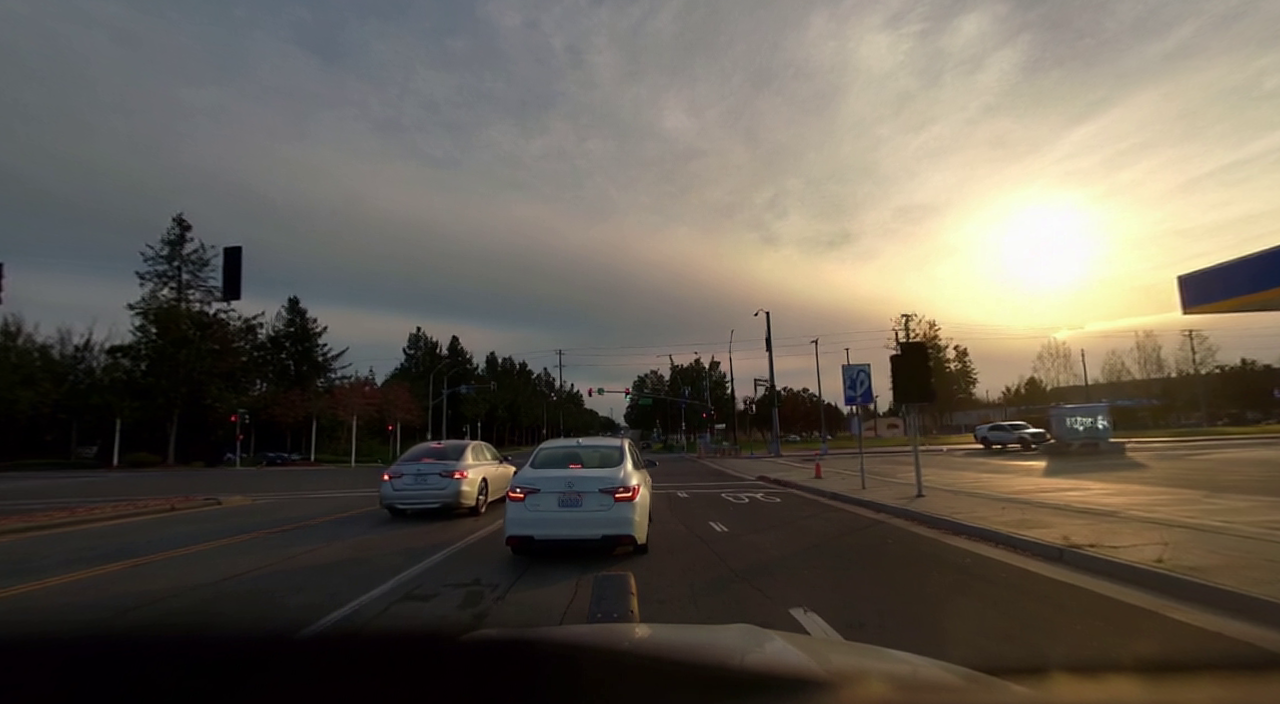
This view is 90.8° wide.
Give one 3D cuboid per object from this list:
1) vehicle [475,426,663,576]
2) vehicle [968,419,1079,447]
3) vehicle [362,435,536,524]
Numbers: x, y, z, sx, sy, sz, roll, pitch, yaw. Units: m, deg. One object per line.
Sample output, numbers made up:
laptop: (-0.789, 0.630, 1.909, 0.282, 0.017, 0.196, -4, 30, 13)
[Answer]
vehicle: (-0.650, 1.857, 8.738, 1.916, 1.510, 4.447, 0, -8, 2)
vehicle: (21.412, 4.554, 35.408, 4.874, 1.502, 2.048, 0, -8, 0)
vehicle: (-3.689, 2.552, 13.275, 1.995, 1.506, 4.773, 0, -8, 2)
